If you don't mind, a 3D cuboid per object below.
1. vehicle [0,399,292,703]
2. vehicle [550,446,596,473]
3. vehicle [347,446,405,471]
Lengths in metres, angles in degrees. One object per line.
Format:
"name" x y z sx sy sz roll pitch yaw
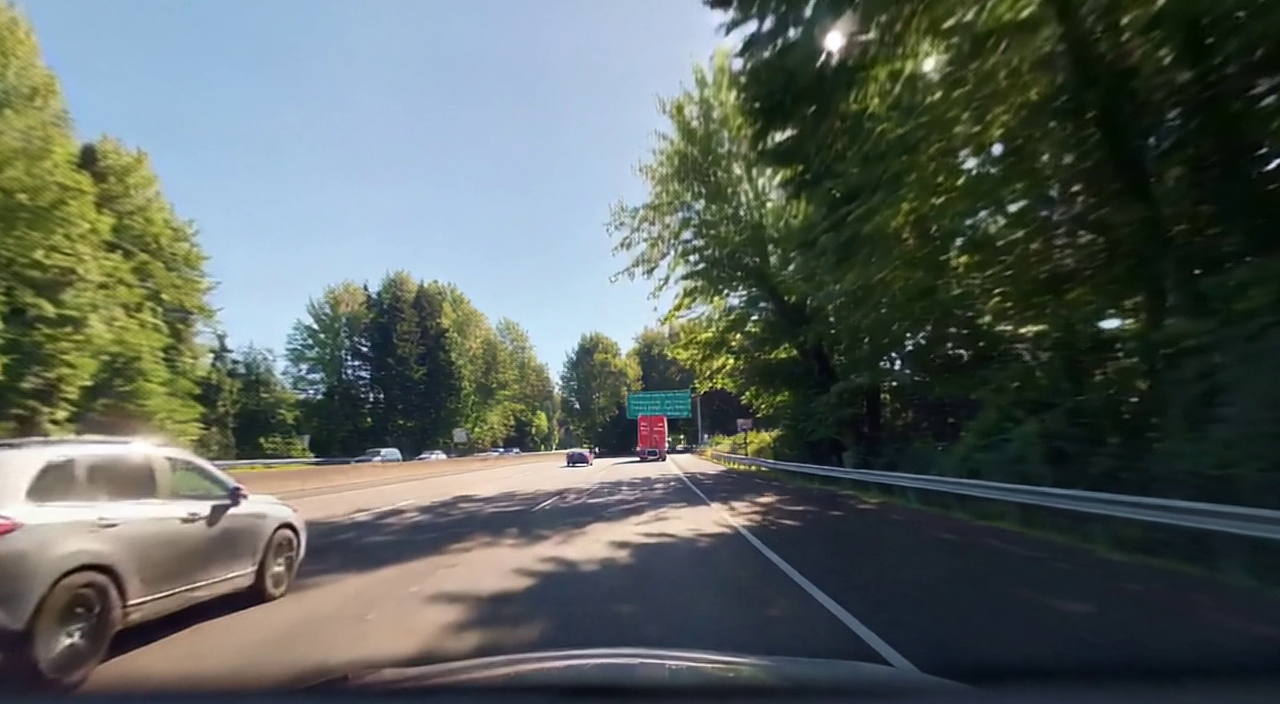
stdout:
"vehicle" -3.974 1.001 2.916 2.039 1.532 4.610 -1 -9 1
"vehicle" -3.712 6.024 35.526 2.045 1.430 3.951 -1 -9 1
"vehicle" -19.074 7.699 45.805 2.065 1.665 4.796 -1 -9 1
